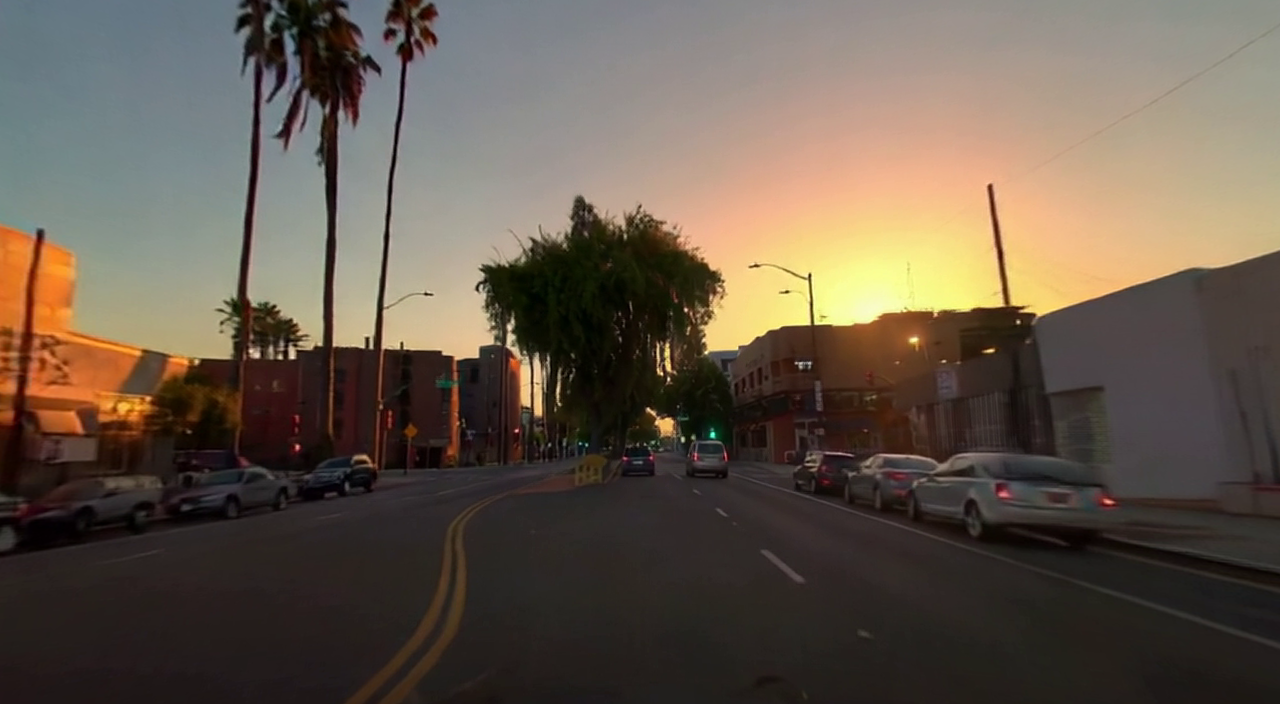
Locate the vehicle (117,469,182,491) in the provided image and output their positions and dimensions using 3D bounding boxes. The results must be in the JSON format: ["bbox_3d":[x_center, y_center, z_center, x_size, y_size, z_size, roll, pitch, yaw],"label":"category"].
[{"bbox_3d":[-36.262,9.491,46.751,3.505,1.276,1.652,2,-6,6],"label":"vehicle"}]

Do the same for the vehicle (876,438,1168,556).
[{"bbox_3d":[6.365,2.426,11.475,2.174,1.643,4.860,0,-8,-1],"label":"vehicle"}]

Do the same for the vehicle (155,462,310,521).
[{"bbox_3d":[-12.339,4.251,19.544,1.978,1.501,4.355,-3,-11,-2],"label":"vehicle"}]

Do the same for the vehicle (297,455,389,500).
[{"bbox_3d":[-12.525,5.358,26.956,1.949,1.682,4.094,-2,-11,0],"label":"vehicle"}]

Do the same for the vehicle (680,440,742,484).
[{"bbox_3d":[2.927,4.621,26.925,2.003,1.702,4.288,0,-8,-2],"label":"vehicle"}]

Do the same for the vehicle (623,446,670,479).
[{"bbox_3d":[0.258,5.240,30.205,2.088,1.452,3.993,0,-8,0],"label":"vehicle"}]

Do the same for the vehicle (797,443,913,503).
[{"bbox_3d":[6.519,3.685,19.758,2.157,1.640,4.228,0,-8,0],"label":"vehicle"}]
